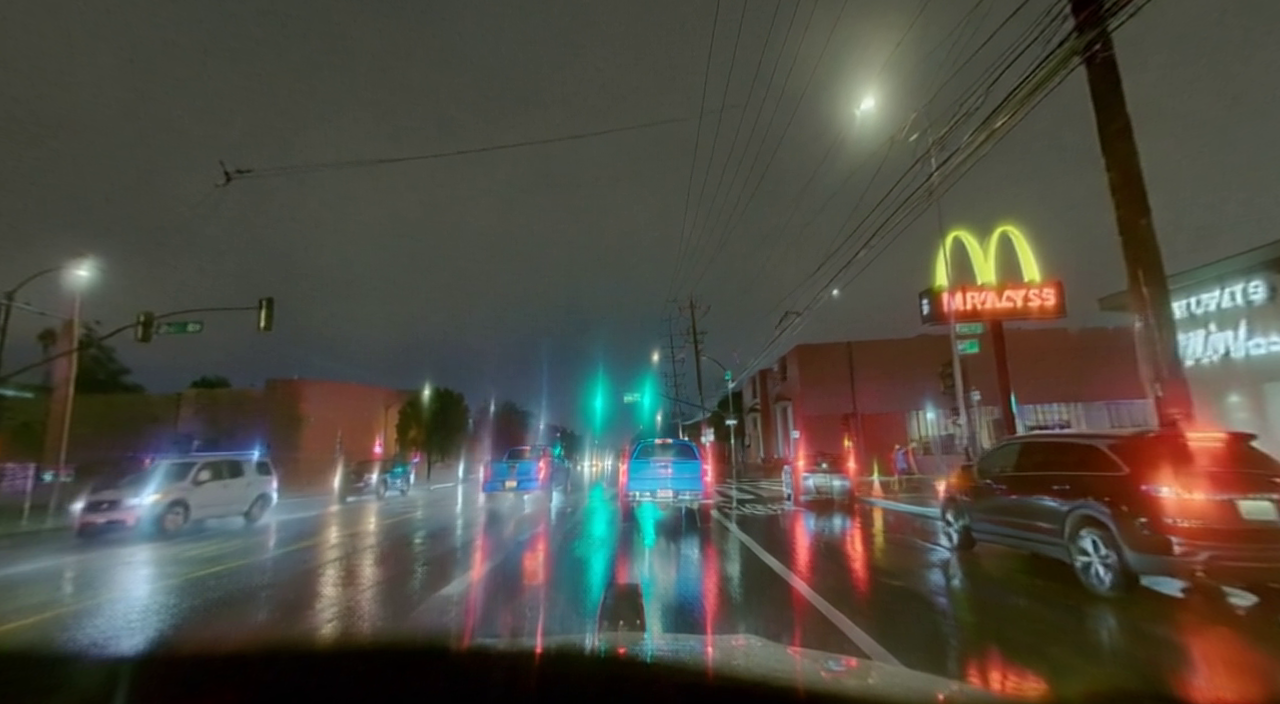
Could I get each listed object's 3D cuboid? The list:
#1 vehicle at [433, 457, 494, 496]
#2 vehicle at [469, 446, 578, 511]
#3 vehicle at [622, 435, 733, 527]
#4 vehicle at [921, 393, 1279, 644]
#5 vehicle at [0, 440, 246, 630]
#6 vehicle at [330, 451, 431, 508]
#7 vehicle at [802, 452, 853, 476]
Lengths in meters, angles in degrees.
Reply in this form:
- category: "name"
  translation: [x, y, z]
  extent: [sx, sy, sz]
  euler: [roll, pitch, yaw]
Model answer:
- category: "vehicle"
  translation: [-9.161, 6.493, 33.107]
  extent: [1.961, 1.814, 4.418]
  euler: [0, -9, -1]
- category: "vehicle"
  translation: [-3.075, 3.451, 17.725]
  extent: [1.995, 1.554, 4.618]
  euler: [0, -9, 2]
- category: "vehicle"
  translation: [0.942, 2.808, 14.356]
  extent: [2.089, 1.699, 4.650]
  euler: [-1, -9, 6]
- category: "vehicle"
  translation: [5.053, 1.558, 6.948]
  extent: [1.974, 1.823, 4.576]
  euler: [0, -9, 3]
- category: "vehicle"
  translation: [-6.270, 1.639, 6.061]
  extent: [1.994, 1.551, 4.414]
  euler: [0, -9, 1]
- category: "vehicle"
  translation: [-10.123, 4.967, 25.125]
  extent: [2.081, 1.925, 5.632]
  euler: [1, -9, -5]
- category: "vehicle"
  translation: [13.225, 7.932, 44.671]
  extent: [2.075, 1.556, 4.585]
  euler: [0, -9, -1]
